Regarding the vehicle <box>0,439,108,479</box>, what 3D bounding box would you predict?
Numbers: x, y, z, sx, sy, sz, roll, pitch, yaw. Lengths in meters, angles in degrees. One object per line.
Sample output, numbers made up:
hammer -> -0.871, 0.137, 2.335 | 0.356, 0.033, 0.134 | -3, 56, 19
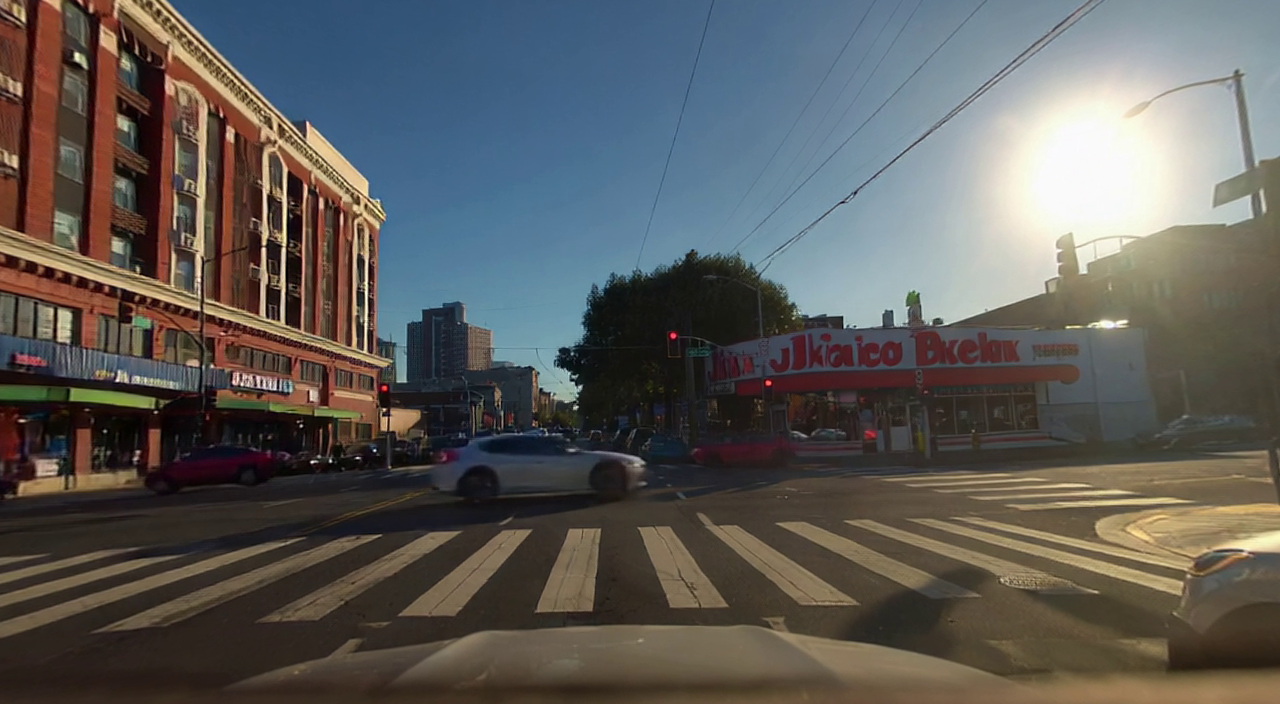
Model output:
vehicle -> -31.542, 5.608, 33.546 | 2.205, 1.903, 5.877 | 1, -9, -10

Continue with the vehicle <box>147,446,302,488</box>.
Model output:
vehicle -> -15.397, 4.250, 23.644 | 4.461, 1.443, 1.715 | 1, -9, -10

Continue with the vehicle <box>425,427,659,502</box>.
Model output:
vehicle -> -2.093, 2.440, 13.991 | 4.758, 1.480, 1.849 | 1, -8, -9

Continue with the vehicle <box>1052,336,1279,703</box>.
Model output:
vehicle -> 3.000, 0.609, 0.867 | 1.866, 1.654, 4.354 | 0, -8, -1

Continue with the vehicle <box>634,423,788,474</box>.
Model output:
vehicle -> 2.212, 3.108, 20.472 | 4.612, 1.521, 1.811 | 1, -9, -9
